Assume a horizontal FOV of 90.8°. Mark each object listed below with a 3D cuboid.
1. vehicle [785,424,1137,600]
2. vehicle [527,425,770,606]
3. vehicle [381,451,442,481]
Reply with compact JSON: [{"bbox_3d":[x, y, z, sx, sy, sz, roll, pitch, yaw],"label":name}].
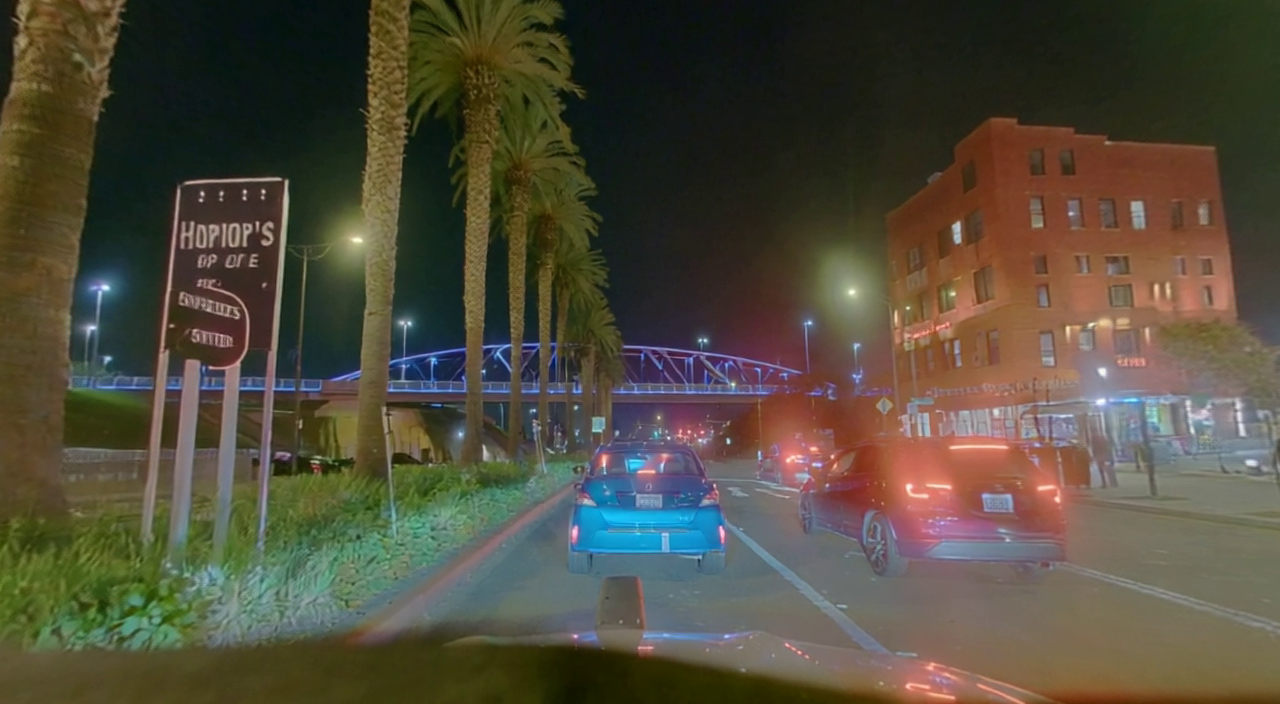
[{"bbox_3d":[3.281,1.714,7.712,1.920,1.490,4.417,0,-9,-1],"label":"vehicle"},{"bbox_3d":[0.065,1.664,7.252,2.048,1.503,3.681,0,-9,0],"label":"vehicle"},{"bbox_3d":[-14.947,7.478,41.695,2.104,1.802,4.852,0,-9,1],"label":"vehicle"}]
